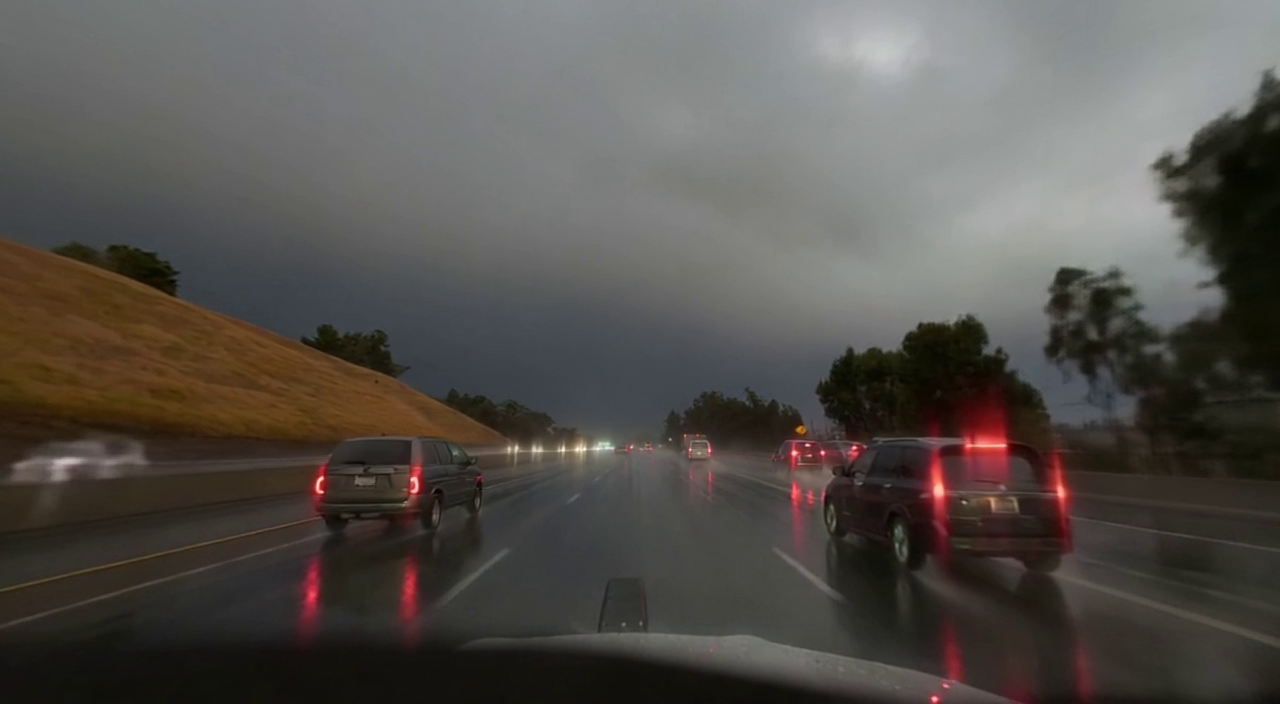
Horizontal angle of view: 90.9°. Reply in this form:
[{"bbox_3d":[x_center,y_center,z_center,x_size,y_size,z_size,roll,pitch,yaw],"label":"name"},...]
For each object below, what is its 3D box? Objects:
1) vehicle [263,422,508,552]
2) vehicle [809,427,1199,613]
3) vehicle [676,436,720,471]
[{"bbox_3d":[-3.799,2.095,10.496,2.166,1.672,4.388,0,-8,1],"label":"vehicle"},{"bbox_3d":[3.516,1.679,7.288,1.941,1.481,4.300,0,-8,0],"label":"vehicle"},{"bbox_3d":[3.397,6.083,37.849,2.121,1.925,5.056,0,-8,0],"label":"vehicle"}]
